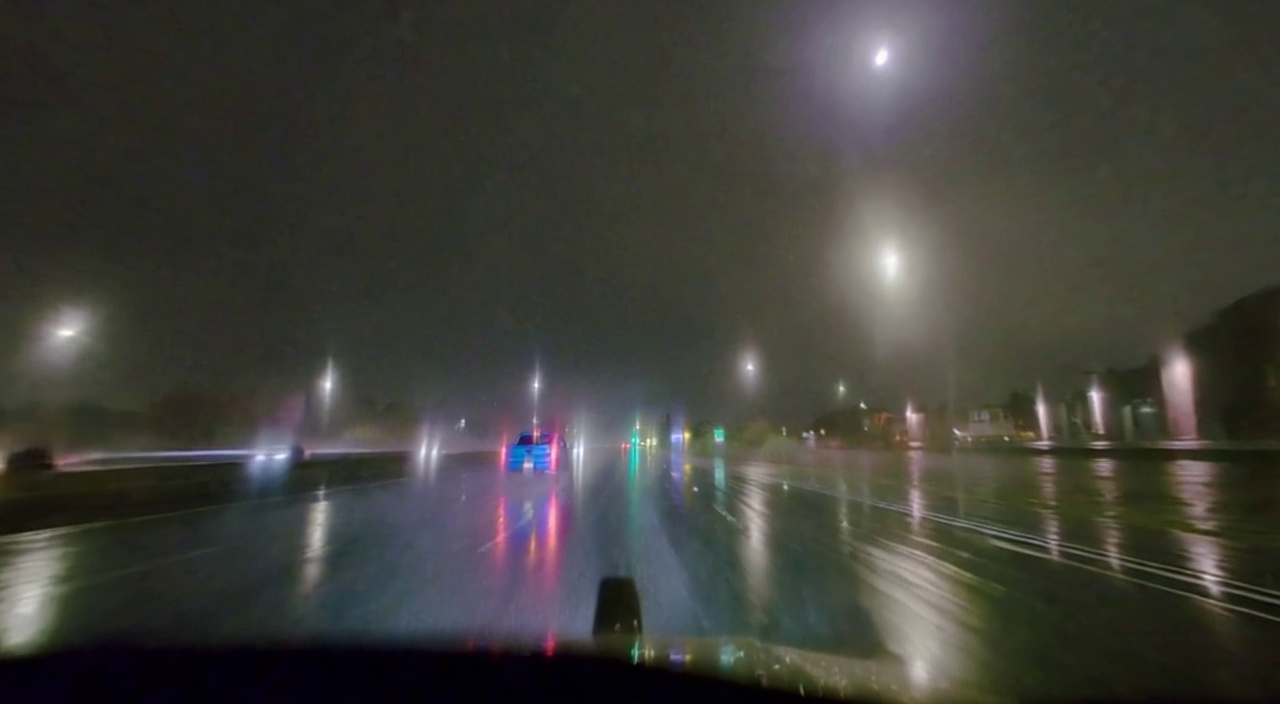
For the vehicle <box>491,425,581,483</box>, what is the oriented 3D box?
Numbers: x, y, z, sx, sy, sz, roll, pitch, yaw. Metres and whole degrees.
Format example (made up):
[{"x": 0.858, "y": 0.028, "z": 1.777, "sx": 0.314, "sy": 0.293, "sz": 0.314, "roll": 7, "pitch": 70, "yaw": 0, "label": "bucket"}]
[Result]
[{"x": -3.960, "y": 4.053, "z": 25.396, "sx": 2.529, "sy": 2.003, "sz": 5.904, "roll": 0, "pitch": -8, "yaw": 1, "label": "vehicle"}]
